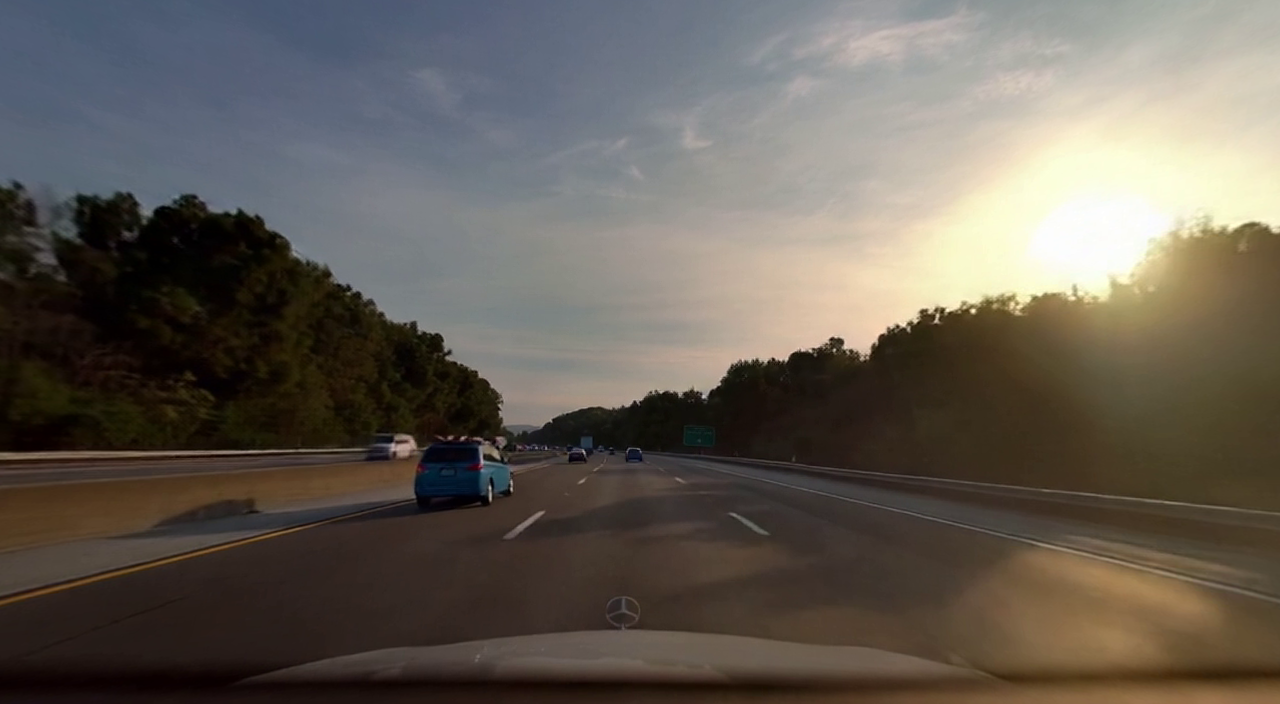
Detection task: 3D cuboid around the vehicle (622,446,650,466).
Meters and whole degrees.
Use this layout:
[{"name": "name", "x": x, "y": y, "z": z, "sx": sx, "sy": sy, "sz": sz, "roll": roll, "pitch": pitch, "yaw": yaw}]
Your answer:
[{"name": "vehicle", "x": -0.358, "y": 8.043, "z": 49.077, "sx": 2.008, "sy": 1.499, "sz": 3.192, "roll": 0, "pitch": -9, "yaw": -3}]

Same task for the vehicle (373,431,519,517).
[{"name": "vehicle", "x": -4.248, "y": 2.726, "z": 14.611, "sx": 2.088, "sy": 1.675, "sz": 4.108, "roll": 0, "pitch": -9, "yaw": -1}]

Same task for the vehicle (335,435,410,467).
[{"name": "vehicle", "x": -13.434, "y": 5.005, "z": 32.013, "sx": 1.864, "sy": 1.484, "sz": 4.679, "roll": 0, "pitch": -9, "yaw": -1}]
